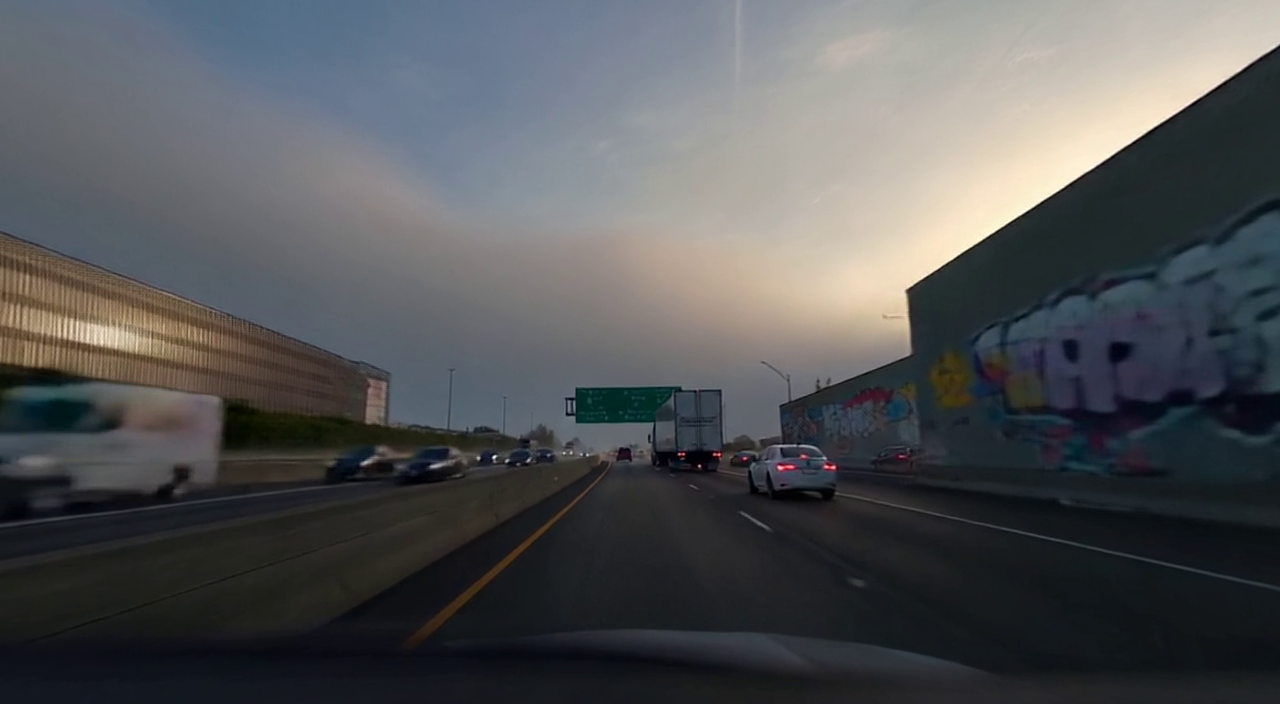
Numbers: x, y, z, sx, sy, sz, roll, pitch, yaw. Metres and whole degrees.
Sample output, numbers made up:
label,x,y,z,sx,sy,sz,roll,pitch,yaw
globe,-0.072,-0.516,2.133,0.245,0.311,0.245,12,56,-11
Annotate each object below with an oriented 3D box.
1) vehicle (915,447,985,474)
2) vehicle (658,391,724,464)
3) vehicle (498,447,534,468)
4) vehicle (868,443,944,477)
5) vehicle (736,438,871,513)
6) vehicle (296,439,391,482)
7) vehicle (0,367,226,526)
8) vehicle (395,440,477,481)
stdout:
label,x,y,z,sx,sy,sz,roll,pitch,yaw
vehicle,18.258,6.402,37.197,1.811,1.499,4.472,0,-9,-1
vehicle,3.317,5.914,46.699,3.317,4.314,17.803,0,-9,0
vehicle,-9.294,7.924,47.200,1.874,1.494,4.394,0,-9,-1
vehicle,14.131,5.744,33.546,2.107,1.648,4.324,0,-9,-1
vehicle,3.876,3.011,15.790,2.085,1.588,4.436,0,-9,-2
vehicle,-12.833,4.718,27.451,1.945,1.708,4.530,0,-9,0
vehicle,-12.240,2.070,13.613,2.334,2.718,6.105,0,-9,-1
vehicle,-8.600,4.601,26.854,2.040,1.571,4.457,0,-9,-1
